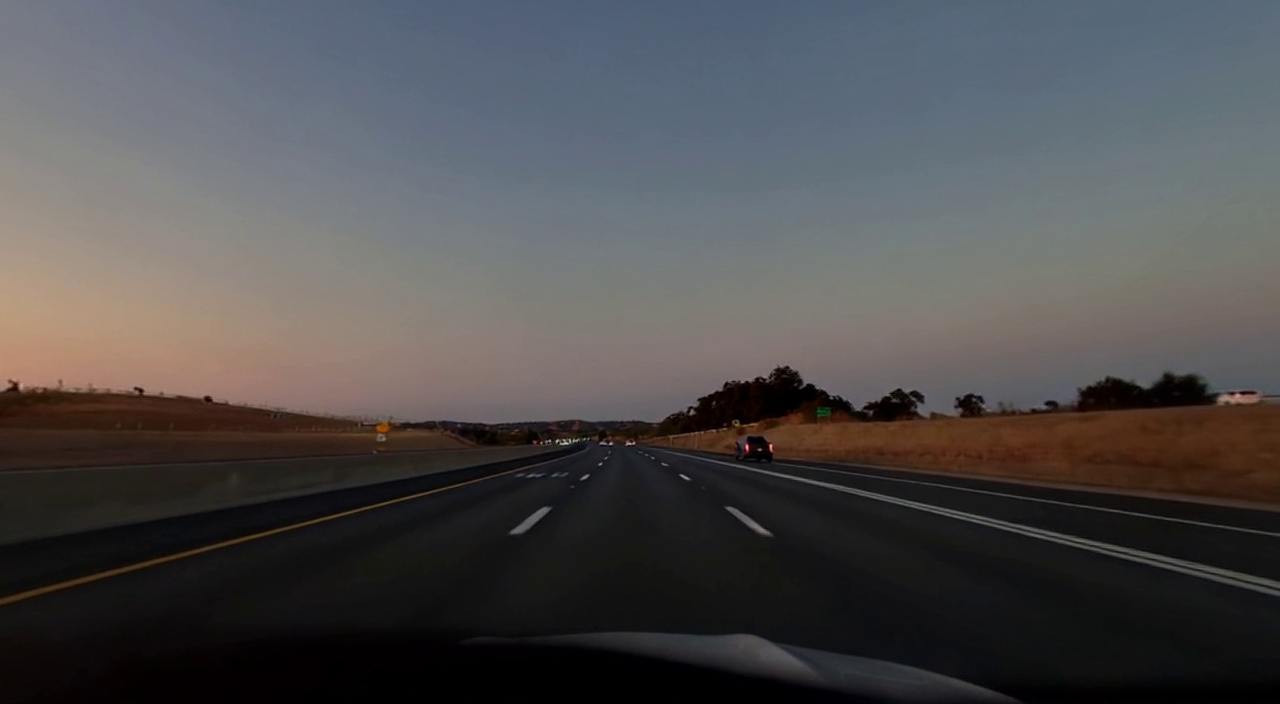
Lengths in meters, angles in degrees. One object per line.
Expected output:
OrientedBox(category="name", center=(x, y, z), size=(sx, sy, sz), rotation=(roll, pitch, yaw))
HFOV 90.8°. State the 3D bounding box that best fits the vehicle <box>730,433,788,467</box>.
OrientedBox(category="vehicle", center=(6.344, 5.325, 34.330), size=(2.104, 1.723, 4.538), rotation=(0, -8, -2))
